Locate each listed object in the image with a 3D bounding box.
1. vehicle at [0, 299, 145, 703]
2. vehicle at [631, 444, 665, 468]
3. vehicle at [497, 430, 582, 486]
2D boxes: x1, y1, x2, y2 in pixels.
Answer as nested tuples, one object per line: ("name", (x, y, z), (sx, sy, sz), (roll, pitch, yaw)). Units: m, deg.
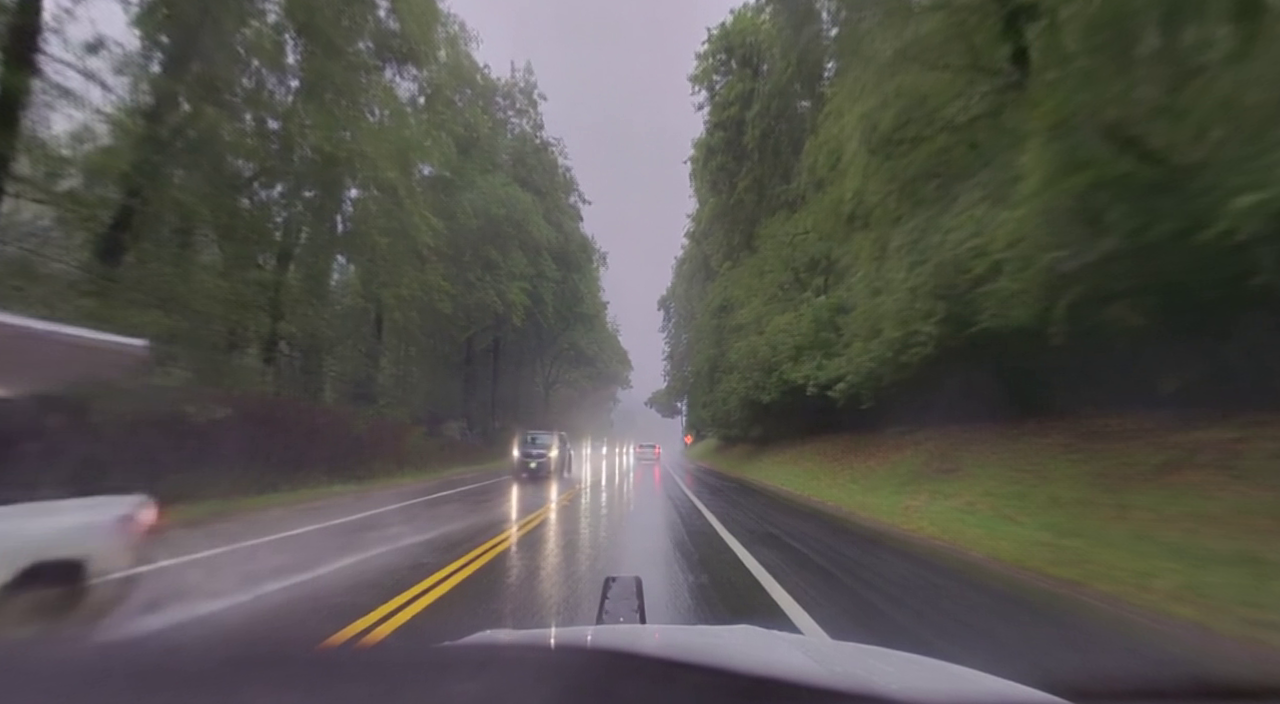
("vehicle", (-4.689, 0.520, 1.335), (2.479, 2.208, 5.780), (-1, -9, 1))
("vehicle", (0.526, 6.772, 41.232), (2.067, 1.486, 3.861), (-1, -9, 1))
("vehicle", (-3.950, 4.347, 26.029), (2.461, 2.030, 5.478), (-1, -9, 2))
